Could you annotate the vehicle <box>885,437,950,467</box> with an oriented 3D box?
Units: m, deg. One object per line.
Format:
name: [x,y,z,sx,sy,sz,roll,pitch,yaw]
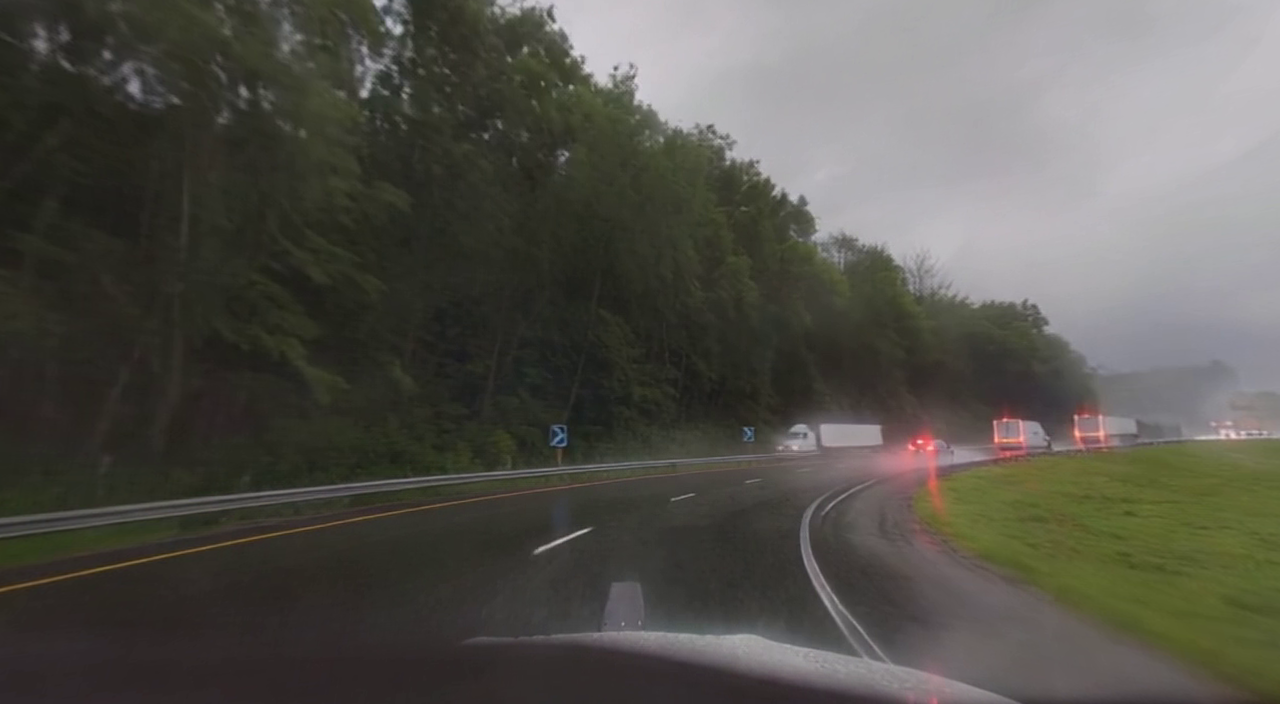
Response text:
vehicle: [16.303,5.861,36.962,2.221,1.674,4.325,-8,-12,40]
